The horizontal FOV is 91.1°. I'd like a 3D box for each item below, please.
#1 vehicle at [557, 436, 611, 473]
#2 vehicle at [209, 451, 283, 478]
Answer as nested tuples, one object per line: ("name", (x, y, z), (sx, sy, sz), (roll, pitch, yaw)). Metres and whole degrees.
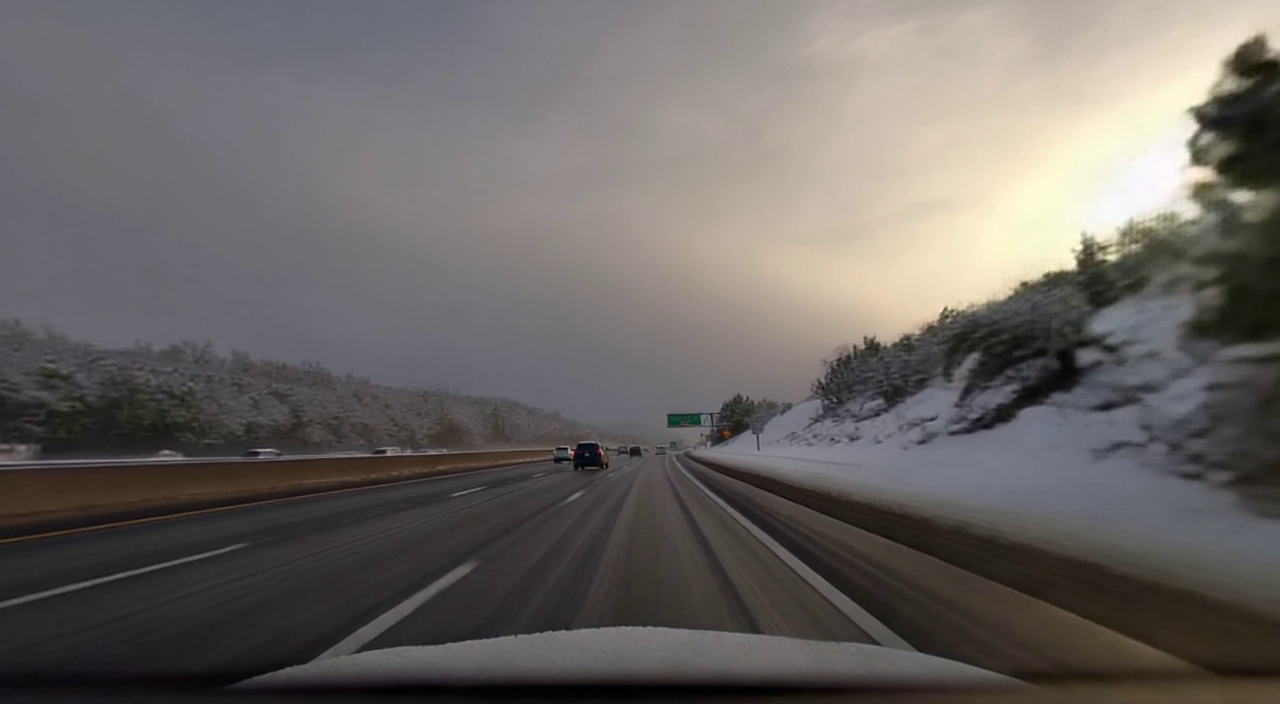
("vehicle", (-3.006, 5.640, 34.814), (2.413, 1.896, 5.218), (-1, -8, 1))
("vehicle", (-27.221, 7.787, 43.584), (2.016, 1.671, 4.537), (-1, -8, 2))
